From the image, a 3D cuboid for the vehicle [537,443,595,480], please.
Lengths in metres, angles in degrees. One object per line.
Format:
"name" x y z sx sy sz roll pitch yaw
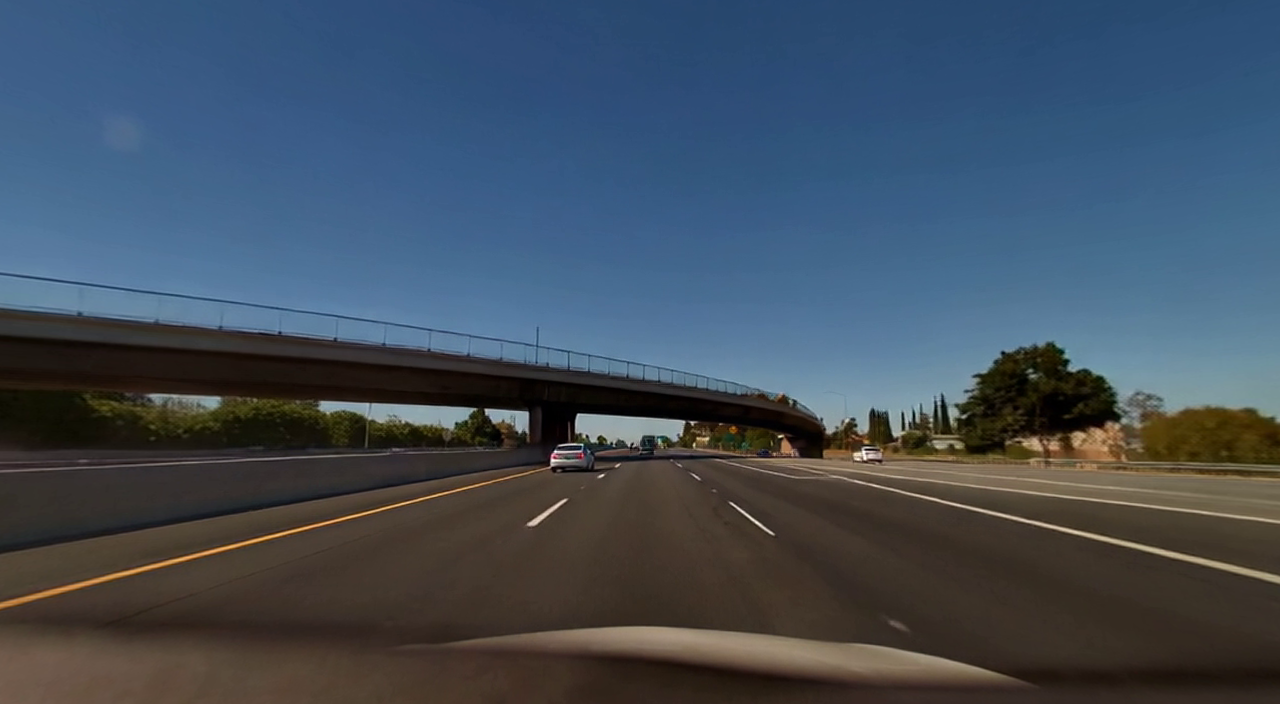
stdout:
"vehicle" -3.177 4.822 27.940 1.968 1.504 3.892 0 -8 2
